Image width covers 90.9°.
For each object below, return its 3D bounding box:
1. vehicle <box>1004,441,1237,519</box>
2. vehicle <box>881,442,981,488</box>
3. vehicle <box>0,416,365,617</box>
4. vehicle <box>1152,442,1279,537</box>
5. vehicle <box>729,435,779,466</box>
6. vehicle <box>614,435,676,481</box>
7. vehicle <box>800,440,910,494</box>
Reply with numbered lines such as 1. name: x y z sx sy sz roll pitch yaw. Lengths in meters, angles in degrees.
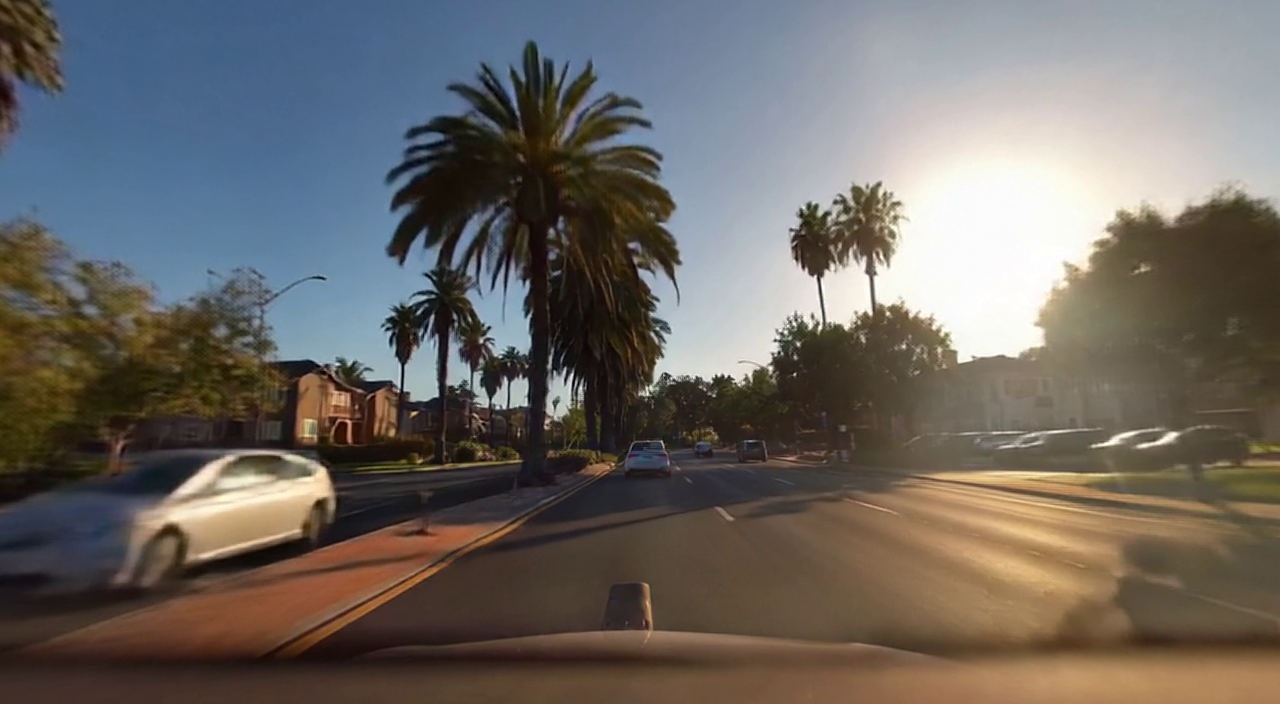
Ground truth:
1. vehicle: 11.136 2.954 15.169 1.978 1.551 4.560 0 -9 0
2. vehicle: 11.372 4.406 25.025 1.867 1.540 4.708 3 -9 1
3. vehicle: -5.351 1.715 7.585 2.033 1.658 4.472 -1 -8 0
4. vehicle: 10.970 2.221 10.090 1.854 1.477 4.525 2 -8 1
5. vehicle: 7.868 6.885 44.146 2.436 2.010 5.595 0 -8 0
6. vehicle: 0.172 4.222 25.371 2.289 1.679 4.180 0 -8 -1
7. vehicle: 6.526 3.503 19.688 1.897 1.477 4.360 0 -8 0
